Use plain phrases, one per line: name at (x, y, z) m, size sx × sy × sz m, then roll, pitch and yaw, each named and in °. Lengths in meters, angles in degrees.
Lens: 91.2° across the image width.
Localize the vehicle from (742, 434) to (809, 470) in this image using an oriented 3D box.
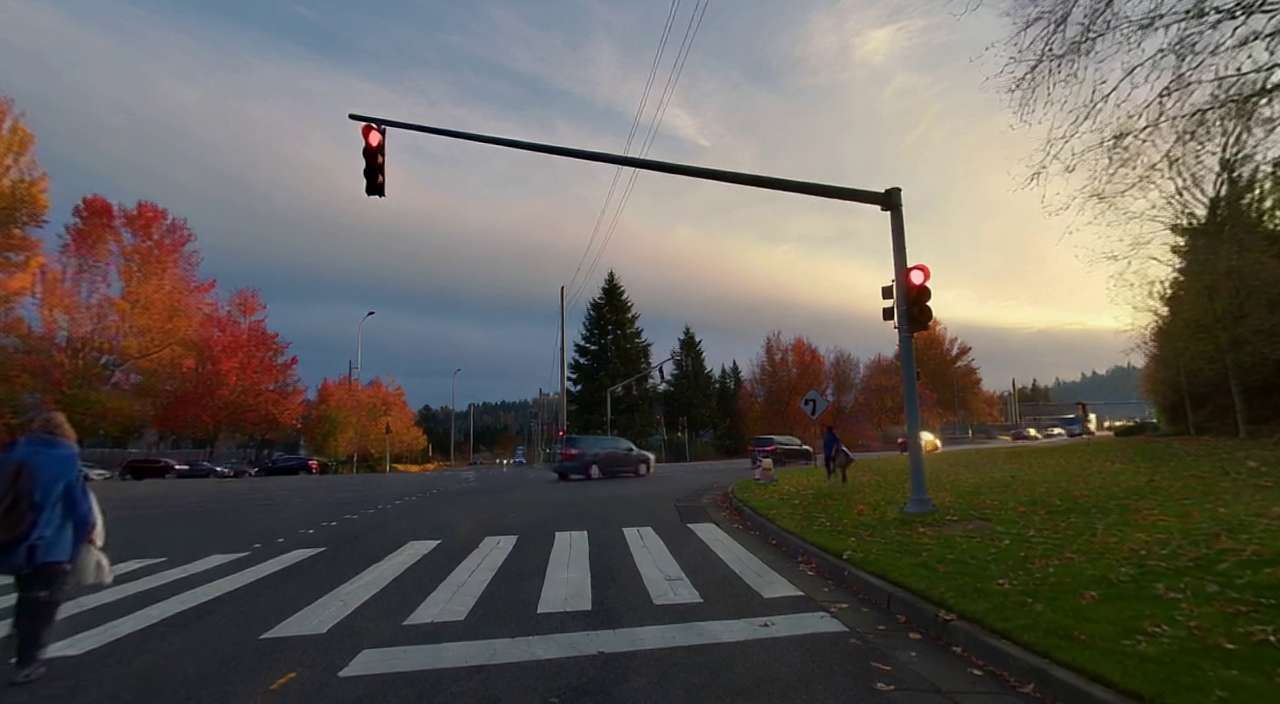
vehicle at (7.821, 5.736, 35.945) m, size 1.942 × 1.920 × 4.263 m, roll -8°, pitch -11°, yaw 39°

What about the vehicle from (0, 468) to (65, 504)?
vehicle at (-30.319, 6.453, 30.350) m, size 1.800 × 1.520 × 3.968 m, roll 2°, pitch -9°, yaw -14°

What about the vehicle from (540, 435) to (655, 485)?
vehicle at (-1.636, 4.388, 25.832) m, size 2.036 × 1.849 × 4.811 m, roll -7°, pitch -11°, yaw 37°

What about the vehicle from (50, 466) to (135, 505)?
vehicle at (-25.414, 6.157, 29.264) m, size 1.694 × 1.528 × 4.225 m, roll 3°, pitch -9°, yaw -23°

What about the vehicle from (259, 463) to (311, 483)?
vehicle at (-28.119, 9.586, 49.753) m, size 1.776 × 1.452 × 3.920 m, roll 0°, pitch -9°, yaw 0°

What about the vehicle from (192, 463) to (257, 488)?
vehicle at (-28.522, 8.476, 43.178) m, size 1.768 × 1.465 × 3.972 m, roll 0°, pitch -9°, yaw -1°

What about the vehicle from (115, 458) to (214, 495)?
vehicle at (-27.817, 7.268, 36.911) m, size 2.064 × 1.913 × 5.081 m, roll 0°, pitch -9°, yaw -4°
